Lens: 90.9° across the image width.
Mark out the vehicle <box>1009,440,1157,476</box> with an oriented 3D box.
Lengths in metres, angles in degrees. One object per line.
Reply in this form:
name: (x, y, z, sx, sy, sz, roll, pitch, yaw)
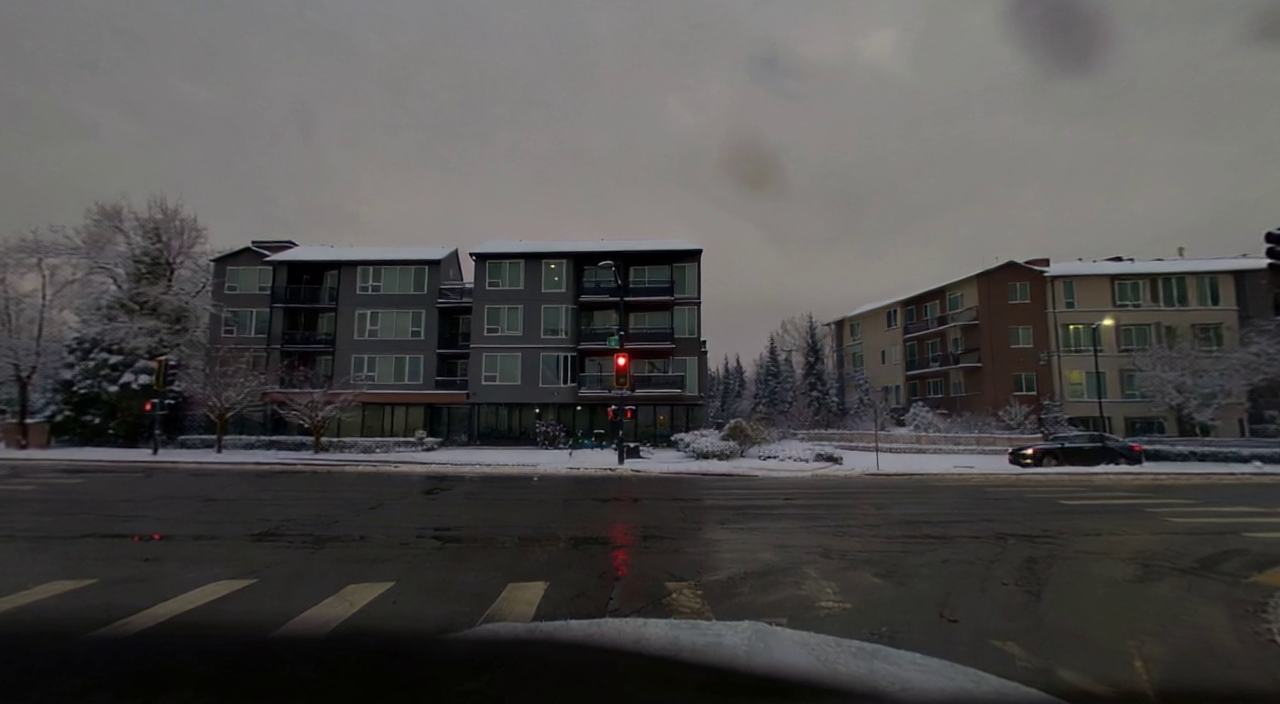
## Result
vehicle: (18.623, 4.461, 26.677, 4.823, 1.458, 1.914, 0, -9, -1)
